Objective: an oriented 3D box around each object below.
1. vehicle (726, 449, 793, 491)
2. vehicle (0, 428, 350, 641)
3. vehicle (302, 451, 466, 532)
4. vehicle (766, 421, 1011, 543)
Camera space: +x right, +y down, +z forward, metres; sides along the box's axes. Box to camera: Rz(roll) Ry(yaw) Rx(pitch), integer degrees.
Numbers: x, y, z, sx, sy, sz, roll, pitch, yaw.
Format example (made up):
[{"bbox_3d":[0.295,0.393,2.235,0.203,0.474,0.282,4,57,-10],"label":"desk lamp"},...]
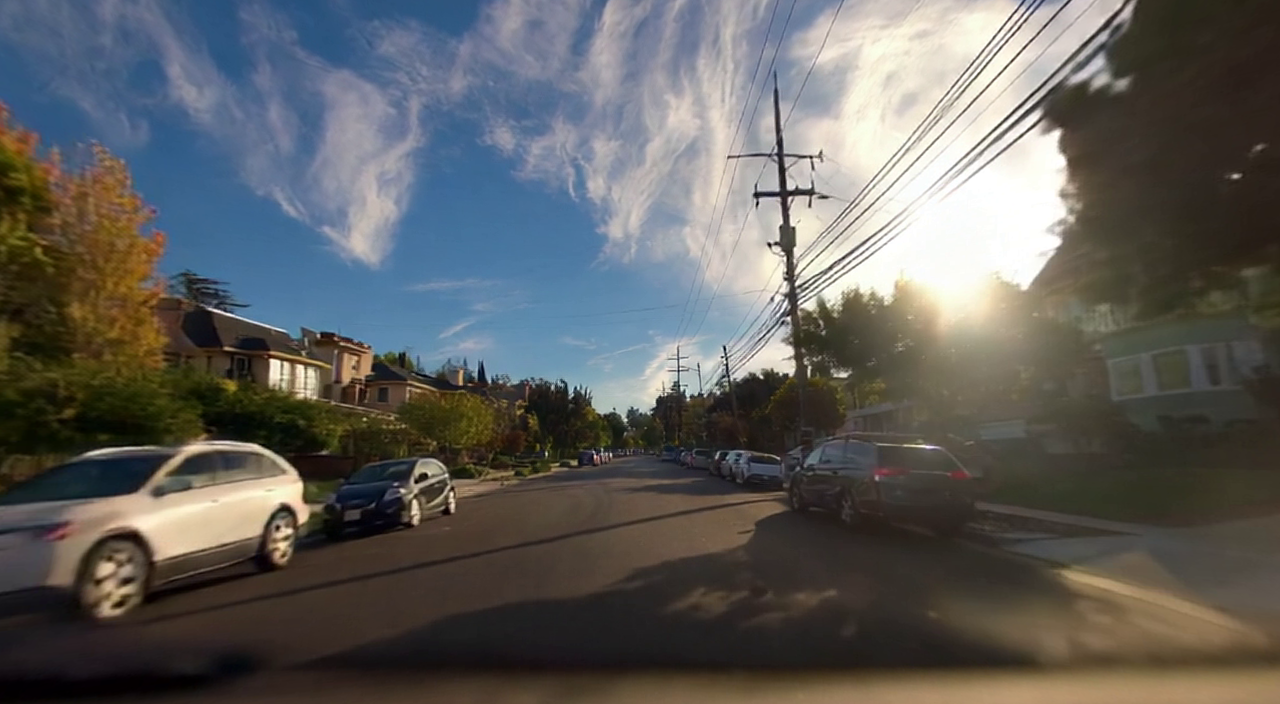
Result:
[{"bbox_3d":[4.684,4.678,25.449,1.859,1.469,4.550,0,-9,0],"label":"vehicle"},{"bbox_3d":[-5.408,1.783,7.327,1.971,1.648,4.638,0,-9,-2],"label":"vehicle"},{"bbox_3d":[-5.443,2.978,14.144,1.856,1.499,4.216,0,-9,1],"label":"vehicle"},{"bbox_3d":[4.538,2.502,13.052,2.462,1.894,6.076,0,-9,-1],"label":"vehicle"}]
